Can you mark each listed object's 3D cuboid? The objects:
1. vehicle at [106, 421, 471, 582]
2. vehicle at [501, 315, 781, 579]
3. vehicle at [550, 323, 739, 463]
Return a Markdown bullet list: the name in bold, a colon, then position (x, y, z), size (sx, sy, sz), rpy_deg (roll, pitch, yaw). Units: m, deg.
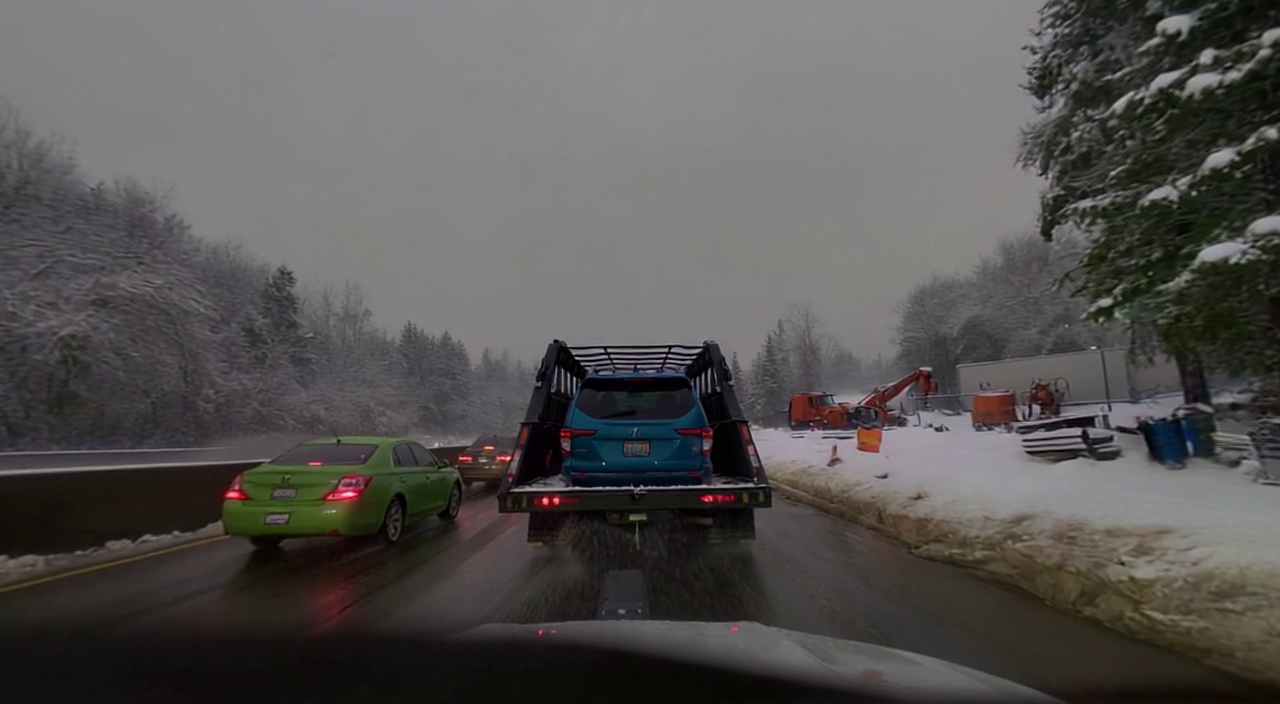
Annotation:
- **vehicle**: position (-4.017, 1.797, 8.555), size (2.155, 1.513, 4.964), rpy_deg (0, -9, -1)
- **vehicle**: position (-0.237, 1.708, 11.495), size (2.735, 2.597, 10.435), rpy_deg (1, -9, -3)
- **vehicle**: position (-0.091, 0.819, 9.624), size (2.156, 1.604, 4.680), rpy_deg (1, -9, -4)
